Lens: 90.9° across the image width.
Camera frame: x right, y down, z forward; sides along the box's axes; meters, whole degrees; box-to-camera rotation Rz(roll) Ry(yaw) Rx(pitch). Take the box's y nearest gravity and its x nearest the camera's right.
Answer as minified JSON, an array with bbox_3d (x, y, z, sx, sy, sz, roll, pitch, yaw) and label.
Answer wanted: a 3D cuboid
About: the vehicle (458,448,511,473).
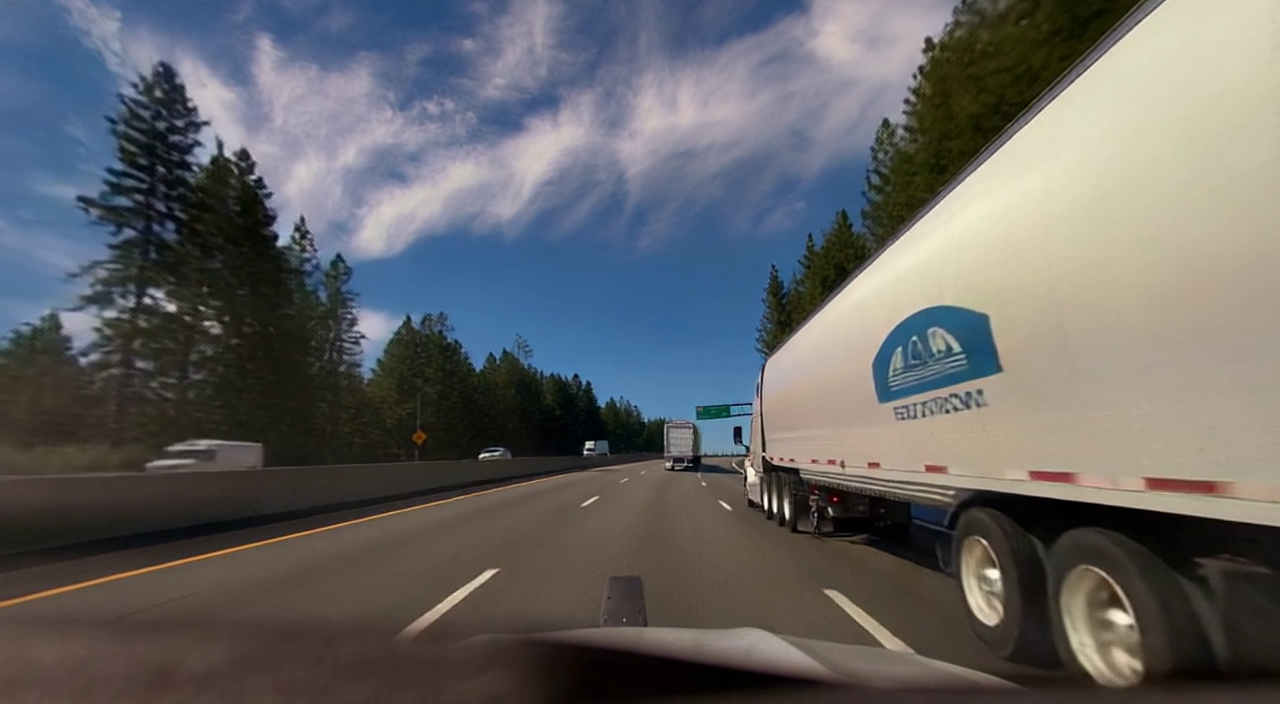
[{"bbox_3d":[-11.038,7.731,45.203,2.175,1.685,4.797,-1,-9,5],"label":"vehicle"}]
